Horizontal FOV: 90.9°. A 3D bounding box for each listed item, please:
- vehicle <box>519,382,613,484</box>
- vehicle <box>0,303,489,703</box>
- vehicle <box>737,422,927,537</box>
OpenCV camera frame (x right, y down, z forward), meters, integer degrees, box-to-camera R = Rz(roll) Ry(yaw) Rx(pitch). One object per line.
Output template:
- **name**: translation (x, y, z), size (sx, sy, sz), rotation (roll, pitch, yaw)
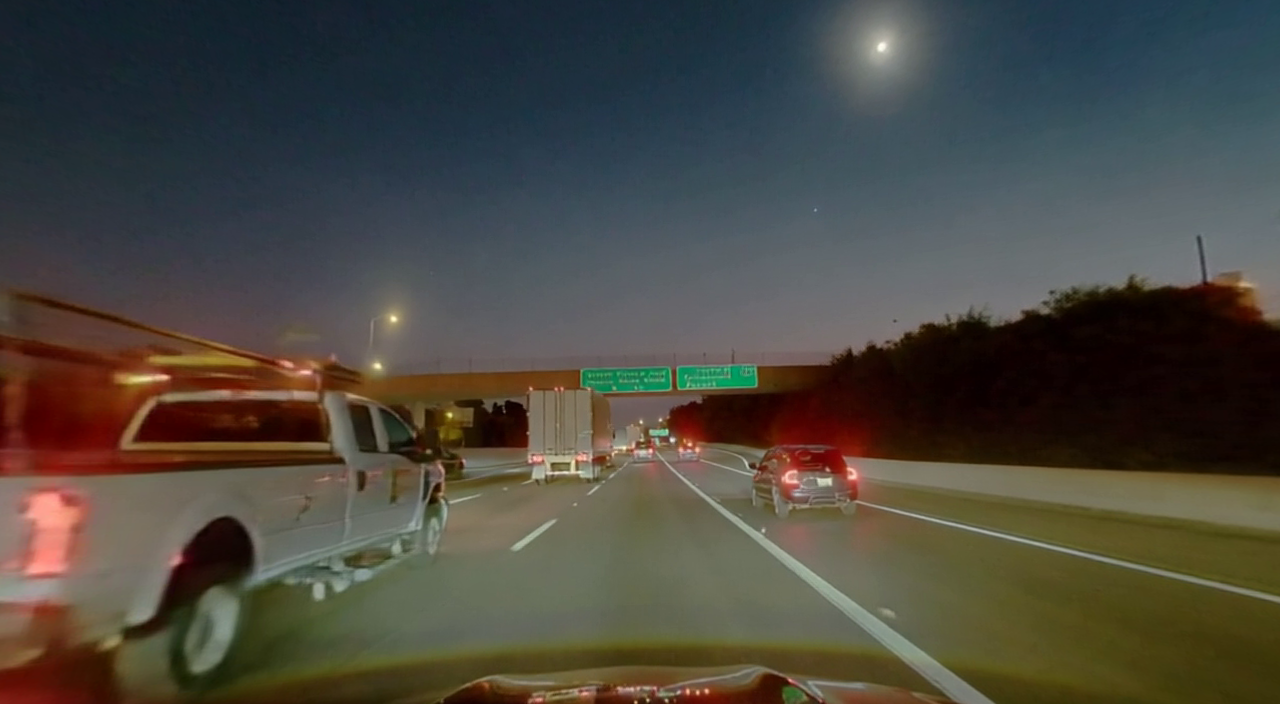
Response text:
- **vehicle**: translation (-3.325, 4.420, 33.343), size (2.869, 4.108, 15.564), rotation (0, -9, 1)
- **vehicle**: translation (-3.570, 1.275, 5.865), size (2.645, 2.023, 6.491), rotation (0, -9, 1)
- **vehicle**: translation (3.149, 2.194, 11.459), size (2.028, 1.658, 4.334), rotation (0, -9, -1)
